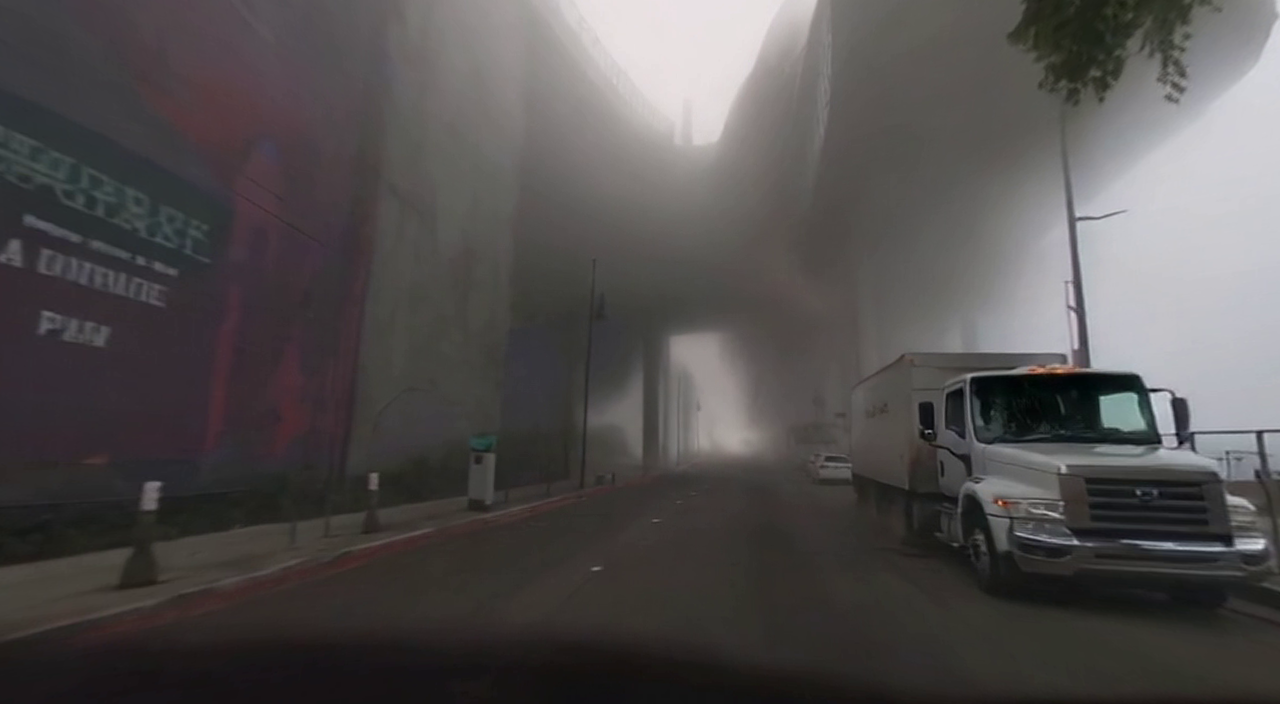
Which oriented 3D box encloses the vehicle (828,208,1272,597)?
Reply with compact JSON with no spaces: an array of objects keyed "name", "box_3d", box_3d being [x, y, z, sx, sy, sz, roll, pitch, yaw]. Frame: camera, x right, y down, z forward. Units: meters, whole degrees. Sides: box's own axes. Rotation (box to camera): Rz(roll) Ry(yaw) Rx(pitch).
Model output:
[{"name":"vehicle","box_3d":[5.447,1.097,11.082,2.849,3.893,9.347,-2,-8,10]}]
